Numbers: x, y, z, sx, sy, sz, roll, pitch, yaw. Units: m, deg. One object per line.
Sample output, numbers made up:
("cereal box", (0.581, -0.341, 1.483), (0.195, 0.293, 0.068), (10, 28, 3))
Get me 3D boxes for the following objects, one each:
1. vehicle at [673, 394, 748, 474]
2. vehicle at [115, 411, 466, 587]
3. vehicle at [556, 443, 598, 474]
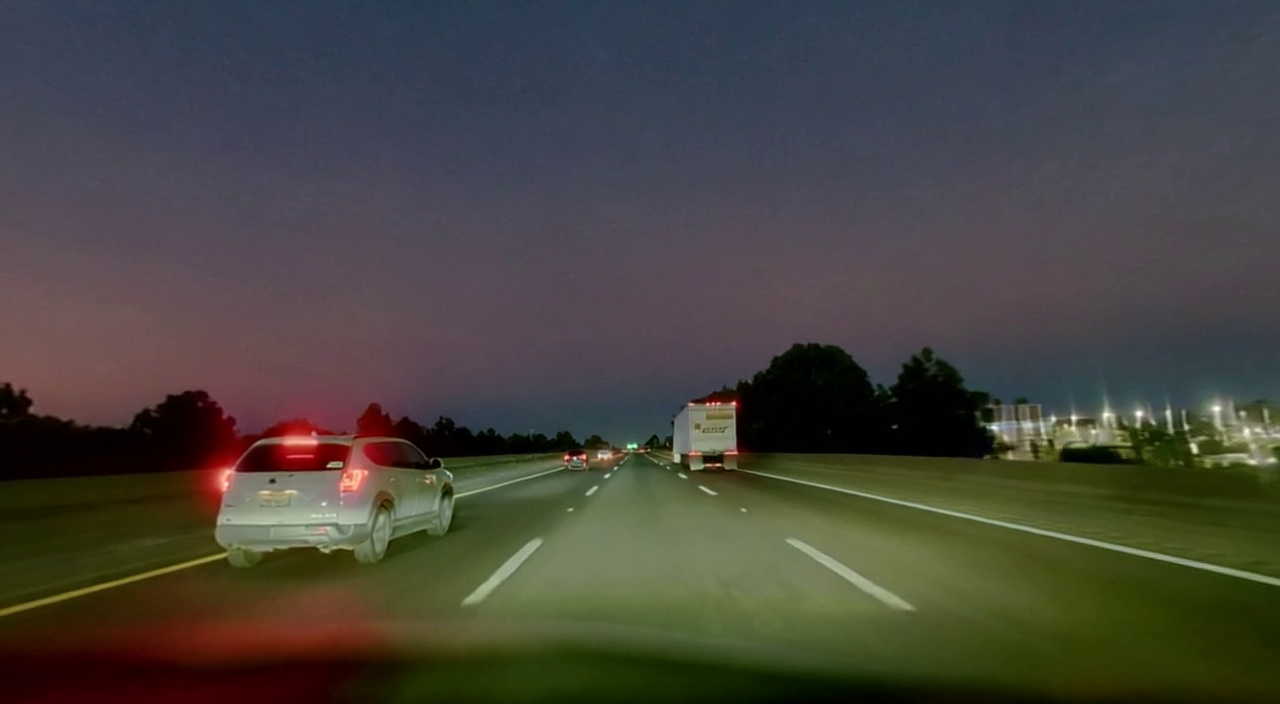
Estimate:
("vehicle", (4.124, 5.460, 40.622), (2.998, 4.236, 13.886), (0, -9, -1))
("vehicle", (-4.194, 1.845, 8.747), (2.202, 1.760, 4.617), (0, -9, 0))
("vehicle", (-3.736, 6.434, 38.160), (2.139, 1.716, 4.530), (0, -9, 0))
